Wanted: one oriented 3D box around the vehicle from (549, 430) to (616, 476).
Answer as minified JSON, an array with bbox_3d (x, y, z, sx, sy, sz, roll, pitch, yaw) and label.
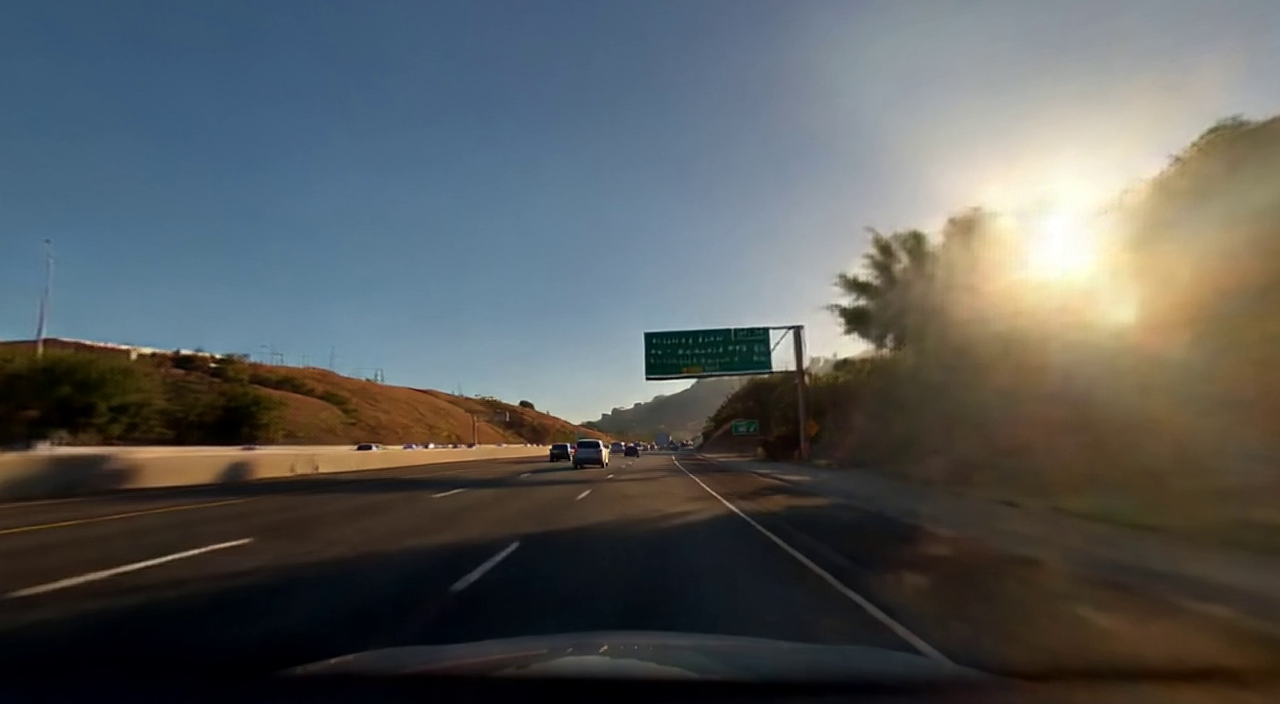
[{"bbox_3d":[-2.520,4.639,28.965,2.413,1.896,5.218,0,-8,2],"label":"vehicle"}]
